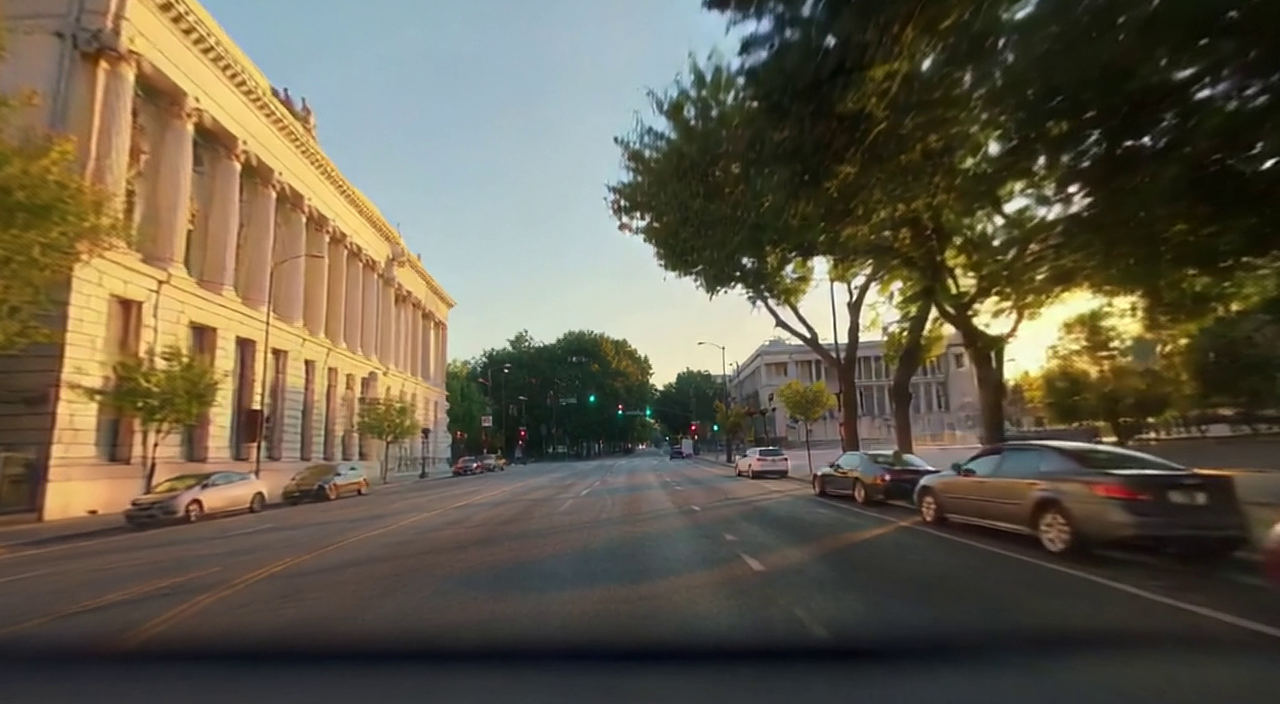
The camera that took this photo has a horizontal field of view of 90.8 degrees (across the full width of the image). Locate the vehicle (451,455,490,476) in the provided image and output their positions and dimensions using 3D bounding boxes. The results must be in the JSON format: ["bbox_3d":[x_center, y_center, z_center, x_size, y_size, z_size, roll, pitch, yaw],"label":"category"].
[{"bbox_3d":[-12.699,8.512,47.578,1.767,1.455,4.389,0,-8,0],"label":"vehicle"}]

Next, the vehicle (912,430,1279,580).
[{"bbox_3d":[5.823,1.897,8.810,1.849,1.491,4.626,0,-8,-2],"label":"vehicle"}]

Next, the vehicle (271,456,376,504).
[{"bbox_3d":[-12.649,5.113,25.644,1.911,1.558,4.793,-4,-9,-2],"label":"vehicle"}]

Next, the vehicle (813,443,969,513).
[{"bbox_3d":[5.797,2.919,15.255,1.869,1.430,4.365,0,-8,-2],"label":"vehicle"}]

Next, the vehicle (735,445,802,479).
[{"bbox_3d":[5.961,5.168,29.973,2.091,1.445,4.678,0,-8,-2],"label":"vehicle"}]

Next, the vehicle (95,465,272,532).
[{"bbox_3d":[-12.638,4.034,17.942,1.828,1.462,4.421,0,-8,-2],"label":"vehicle"}]
